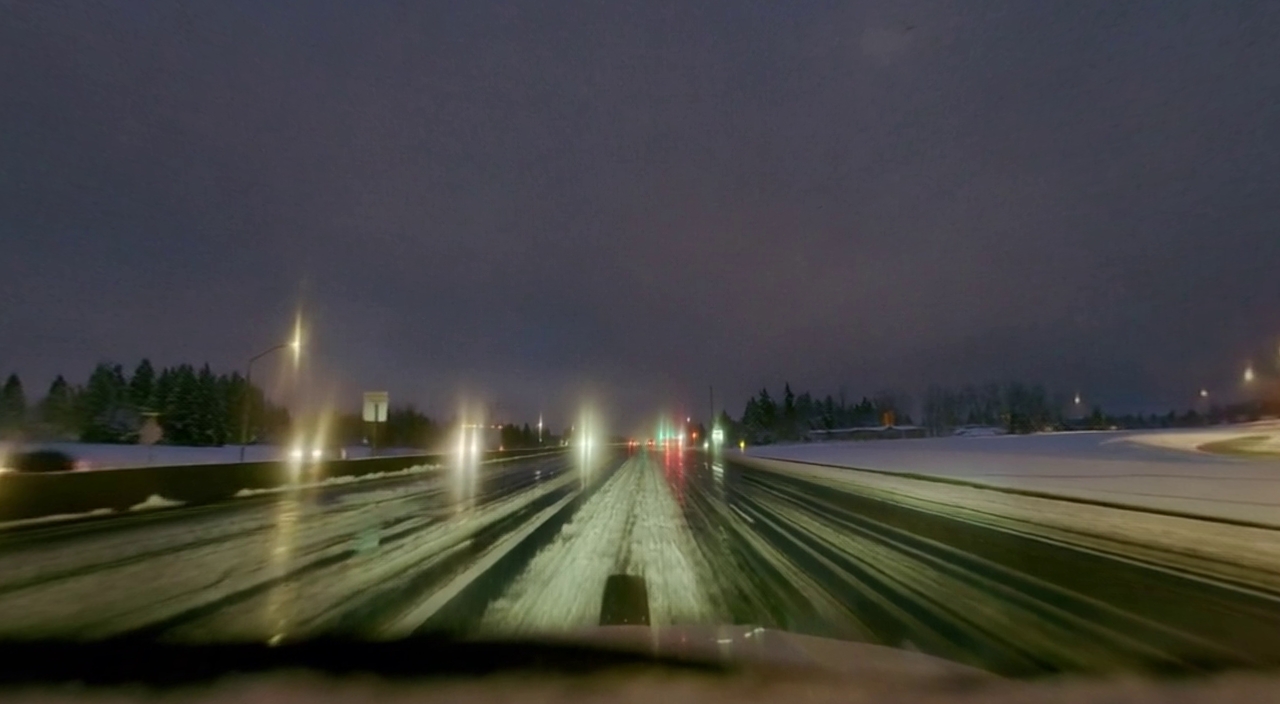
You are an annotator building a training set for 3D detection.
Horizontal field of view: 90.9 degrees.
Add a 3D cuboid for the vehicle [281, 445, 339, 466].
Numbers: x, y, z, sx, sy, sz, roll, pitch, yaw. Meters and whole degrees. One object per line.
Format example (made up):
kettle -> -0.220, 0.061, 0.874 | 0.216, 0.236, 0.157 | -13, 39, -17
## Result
vehicle -> -25.376, 7.968, 48.657 | 1.976, 1.511, 4.503 | 0, -8, 1
